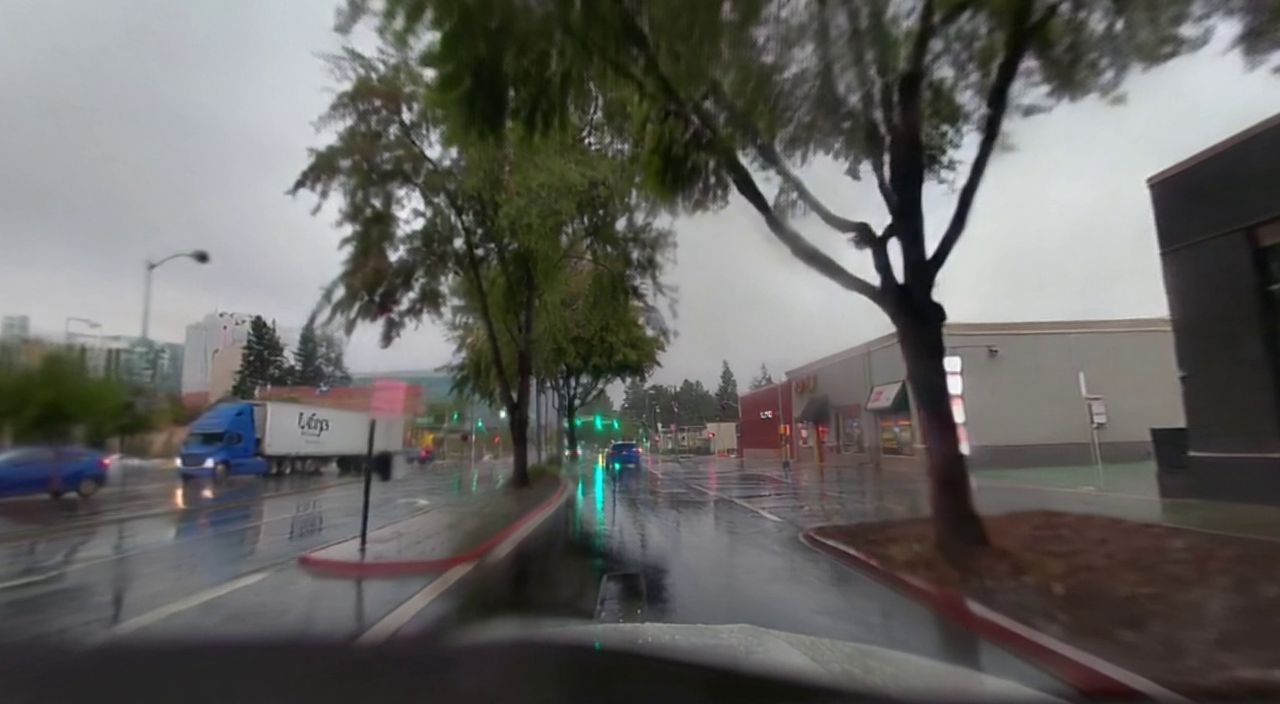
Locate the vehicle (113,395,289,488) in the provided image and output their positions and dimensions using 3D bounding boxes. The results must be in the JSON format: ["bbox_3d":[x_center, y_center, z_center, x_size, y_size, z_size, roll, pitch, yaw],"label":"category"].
[{"bbox_3d":[-20.847,4.338,30.538,3.045,3.961,6.104,-3,-9,17],"label":"vehicle"}]

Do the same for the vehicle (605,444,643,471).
[{"bbox_3d":[-0.854,5.991,36.062,2.006,1.470,3.799,0,-8,0],"label":"vehicle"}]

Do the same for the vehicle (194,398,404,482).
[{"bbox_3d":[-18.844,5.140,36.550,2.792,4.025,11.784,-3,-9,18],"label":"vehicle"}]

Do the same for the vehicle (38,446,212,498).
[{"bbox_3d":[-19.230,4.438,23.915,1.988,1.762,4.653,-3,-9,18],"label":"vehicle"}]

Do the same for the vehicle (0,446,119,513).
[{"bbox_3d":[-17.620,3.467,17.325,2.101,1.721,4.587,-3,-9,18],"label":"vehicle"}]
